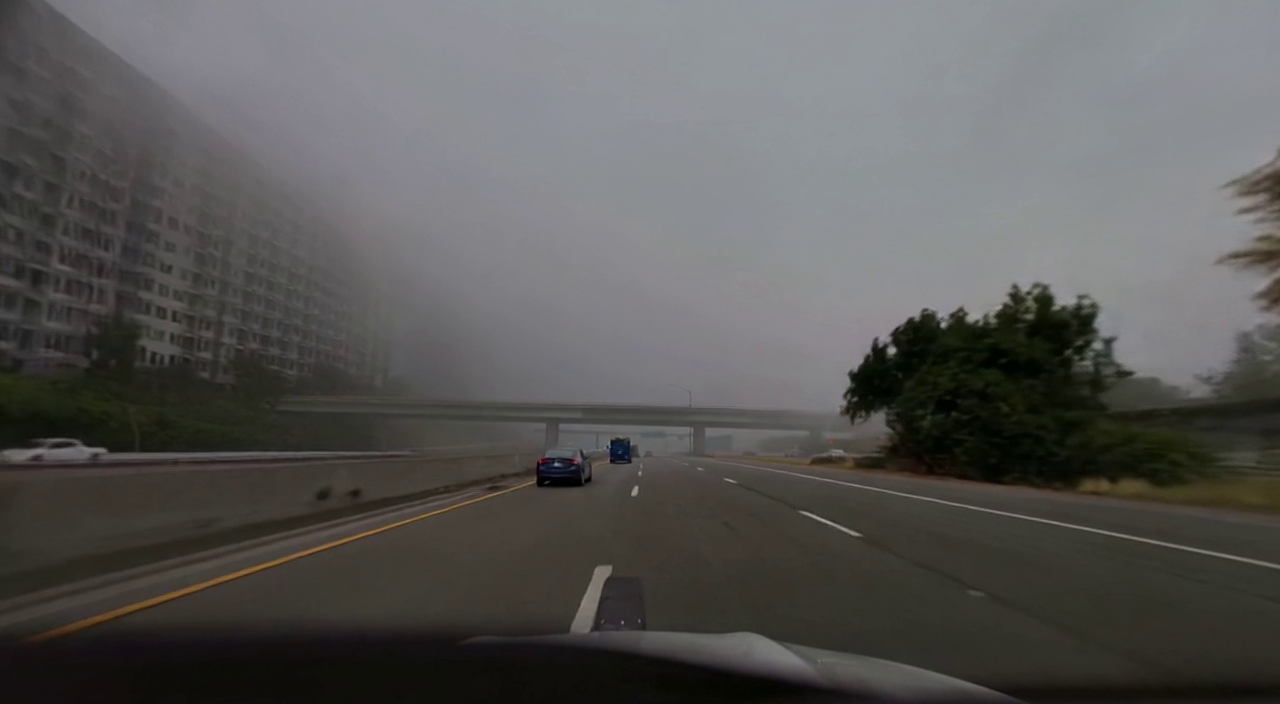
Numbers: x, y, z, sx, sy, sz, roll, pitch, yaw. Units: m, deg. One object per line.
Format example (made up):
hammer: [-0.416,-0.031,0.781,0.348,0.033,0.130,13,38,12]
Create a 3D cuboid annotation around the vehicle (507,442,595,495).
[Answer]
vehicle: [-2.675,3.640,20.107,2.039,1.478,4.483,0,-9,2]
